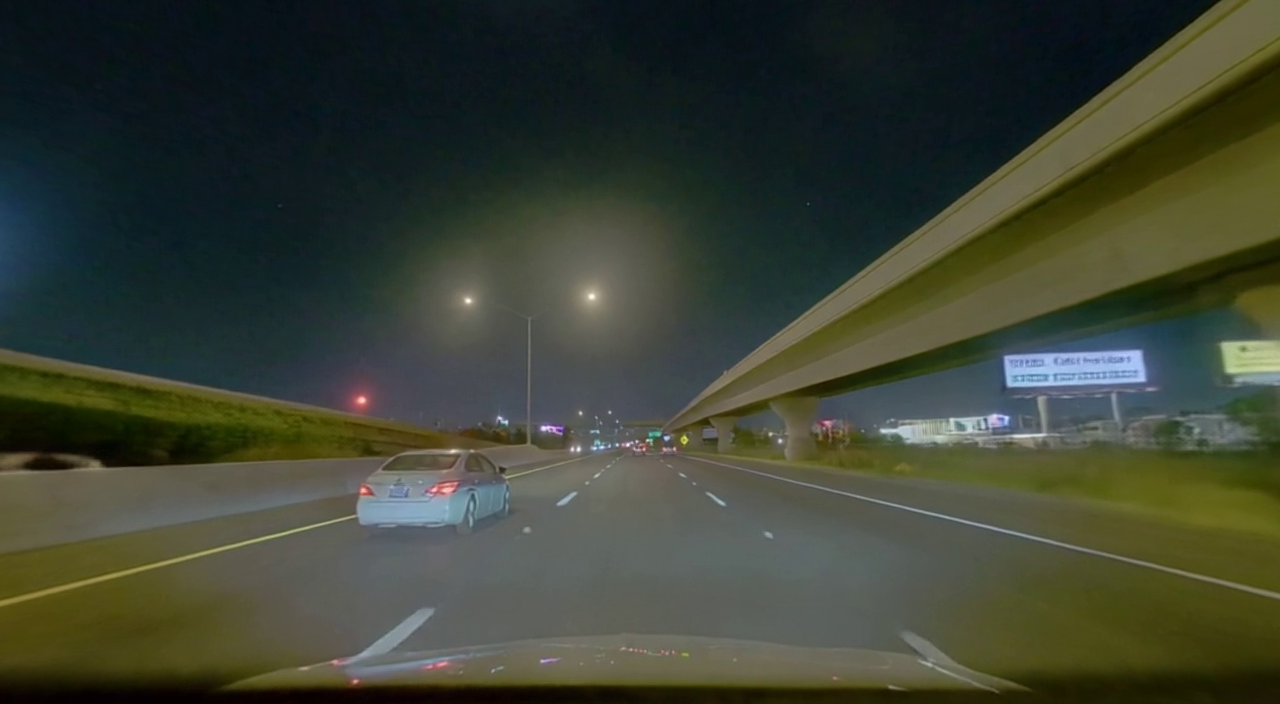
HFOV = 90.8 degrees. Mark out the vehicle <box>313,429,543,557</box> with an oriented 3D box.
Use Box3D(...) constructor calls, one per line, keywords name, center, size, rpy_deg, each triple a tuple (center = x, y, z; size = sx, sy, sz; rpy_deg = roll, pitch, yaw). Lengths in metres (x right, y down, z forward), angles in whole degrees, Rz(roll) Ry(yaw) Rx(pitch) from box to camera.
Box3D(name="vehicle", center=(-2.968, 2.085, 10.122), size=(2.029, 1.557, 4.570), rpy_deg=(0, -9, 1))
